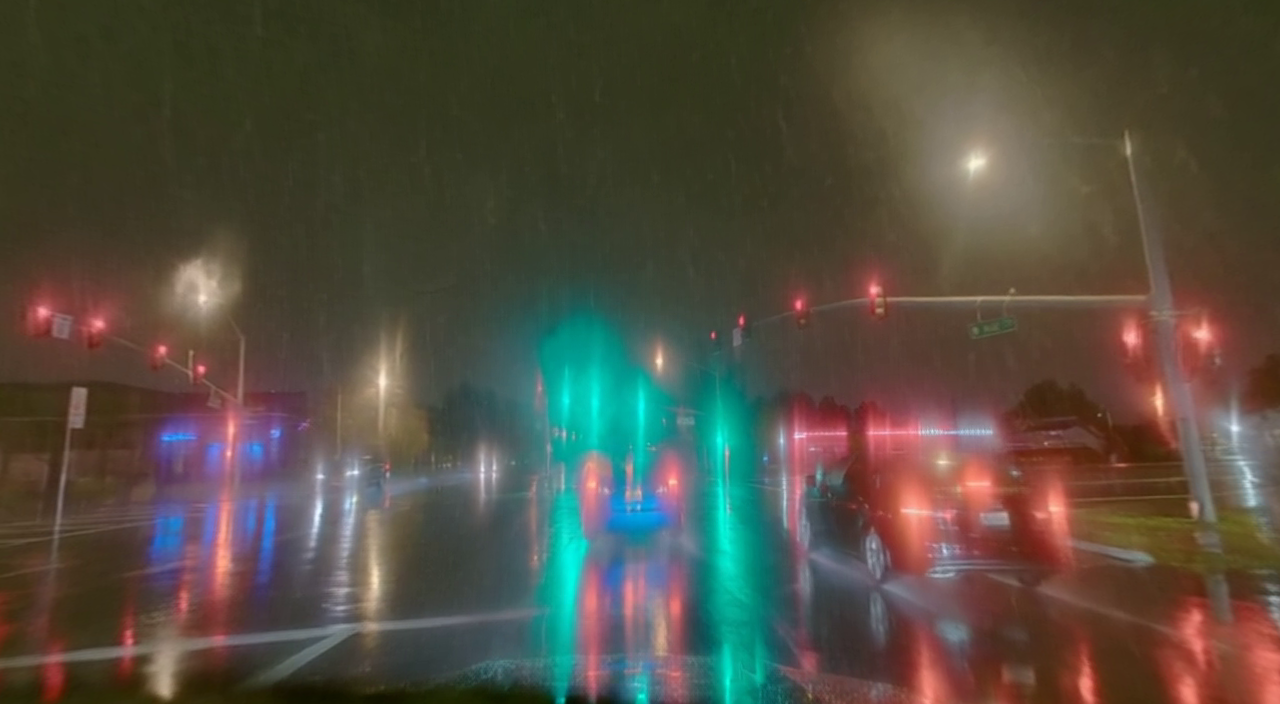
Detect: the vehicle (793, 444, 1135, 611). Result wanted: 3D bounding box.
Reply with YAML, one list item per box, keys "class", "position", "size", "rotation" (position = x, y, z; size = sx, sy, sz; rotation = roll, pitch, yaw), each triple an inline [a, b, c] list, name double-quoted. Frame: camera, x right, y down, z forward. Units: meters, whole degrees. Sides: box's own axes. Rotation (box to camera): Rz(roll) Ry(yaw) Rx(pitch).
- class: "vehicle"
  position: [3.329, 1.830, 7.589]
  size: [1.860, 1.430, 4.089]
  rotation: [0, -8, -1]

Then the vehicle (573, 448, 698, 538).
- class: "vehicle"
  position: [-0.086, 2.673, 12.634]
  size: [2.094, 1.481, 4.078]
  rotation: [0, -8, 0]

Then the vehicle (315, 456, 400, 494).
- class: "vehicle"
  position: [-14.824, 6.445, 33.461]
  size: [2.126, 1.782, 4.880]
  rotation: [0, -8, 2]
